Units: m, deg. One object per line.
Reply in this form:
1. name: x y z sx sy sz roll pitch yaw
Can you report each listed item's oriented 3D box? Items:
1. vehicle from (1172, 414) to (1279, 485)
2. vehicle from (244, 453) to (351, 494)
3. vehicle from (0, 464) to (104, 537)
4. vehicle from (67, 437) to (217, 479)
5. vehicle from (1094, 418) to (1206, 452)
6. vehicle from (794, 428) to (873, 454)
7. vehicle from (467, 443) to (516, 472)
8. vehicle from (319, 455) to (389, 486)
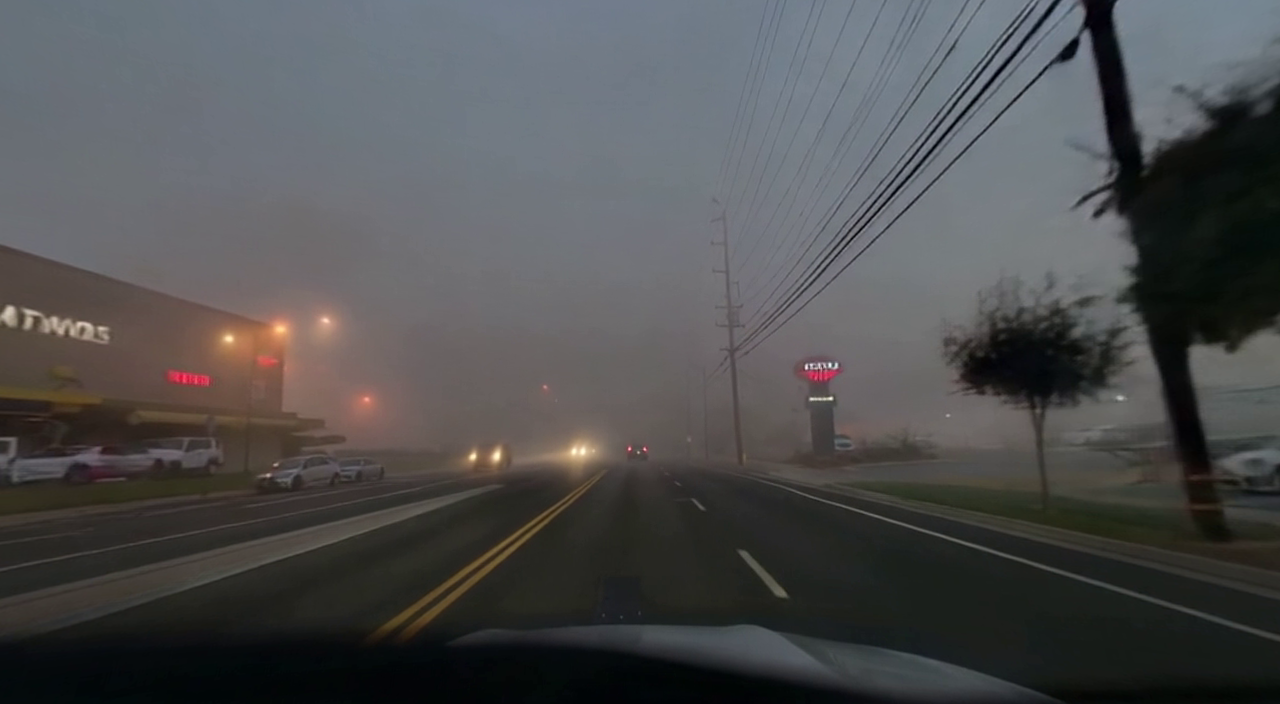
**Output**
1. vehicle: 14.629 2.148 14.094 3.929 1.456 1.774 0 -8 -3
2. vehicle: -14.824 5.262 27.759 1.954 1.519 5.051 -1 -8 -1
3. vehicle: -14.374 3.146 13.226 1.927 1.427 5.198 1 -8 -3
4. vehicle: -23.932 5.092 30.705 5.233 1.880 2.362 4 -9 -28
5. vehicle: 31.717 5.148 39.424 4.895 1.884 2.320 -2 -6 1
6. vehicle: 13.508 6.260 44.394 4.836 1.750 2.079 0 -8 -1
7. vehicle: -9.423 6.713 40.404 1.940 1.698 5.028 0 -8 0
8. vehicle: -14.856 6.141 33.028 1.753 1.401 4.223 0 -8 -1
